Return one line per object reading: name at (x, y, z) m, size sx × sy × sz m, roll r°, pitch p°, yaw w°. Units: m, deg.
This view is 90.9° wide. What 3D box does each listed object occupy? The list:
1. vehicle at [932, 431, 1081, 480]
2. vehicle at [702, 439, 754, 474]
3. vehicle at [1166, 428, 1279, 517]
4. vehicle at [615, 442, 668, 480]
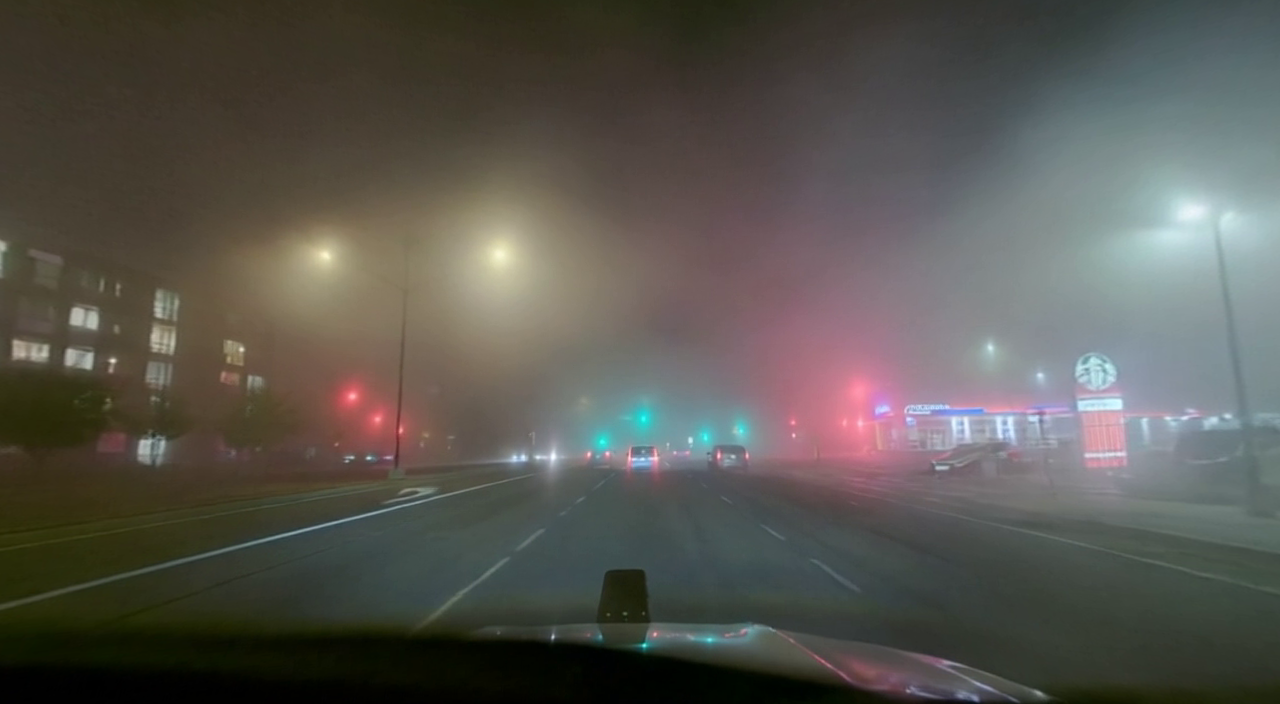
vehicle at (14.897, 4.245, 25.853) m, size 4.775 × 1.728 × 1.996 m, roll -2°, pitch -9°, yaw -1°
vehicle at (4.487, 5.382, 32.685) m, size 2.007 × 1.683 × 4.171 m, roll 0°, pitch -8°, yaw -1°
vehicle at (13.898, 2.573, 13.950) m, size 4.654 × 1.692 × 1.955 m, roll 5°, pitch -10°, yaw -32°
vehicle at (0.078, 4.592, 26.890) m, size 2.059 × 1.477 × 3.988 m, roll 0°, pitch -8°, yaw 1°
